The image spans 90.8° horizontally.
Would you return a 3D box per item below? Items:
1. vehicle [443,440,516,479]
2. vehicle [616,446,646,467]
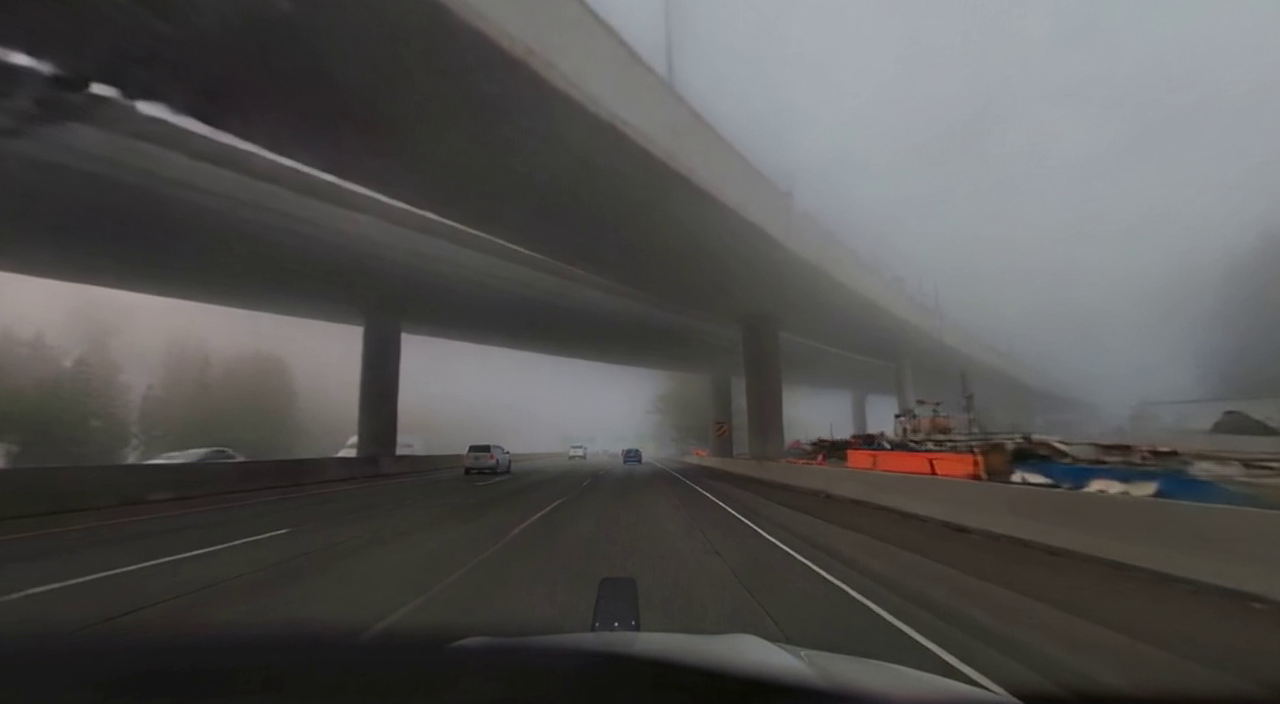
[{"bbox_3d":[-7.116,4.807,28.472,2.128,1.604,4.279,0,-9,0],"label":"vehicle"},{"bbox_3d":[-0.629,7.494,45.513,2.051,1.459,4.092,0,-9,0],"label":"vehicle"}]
